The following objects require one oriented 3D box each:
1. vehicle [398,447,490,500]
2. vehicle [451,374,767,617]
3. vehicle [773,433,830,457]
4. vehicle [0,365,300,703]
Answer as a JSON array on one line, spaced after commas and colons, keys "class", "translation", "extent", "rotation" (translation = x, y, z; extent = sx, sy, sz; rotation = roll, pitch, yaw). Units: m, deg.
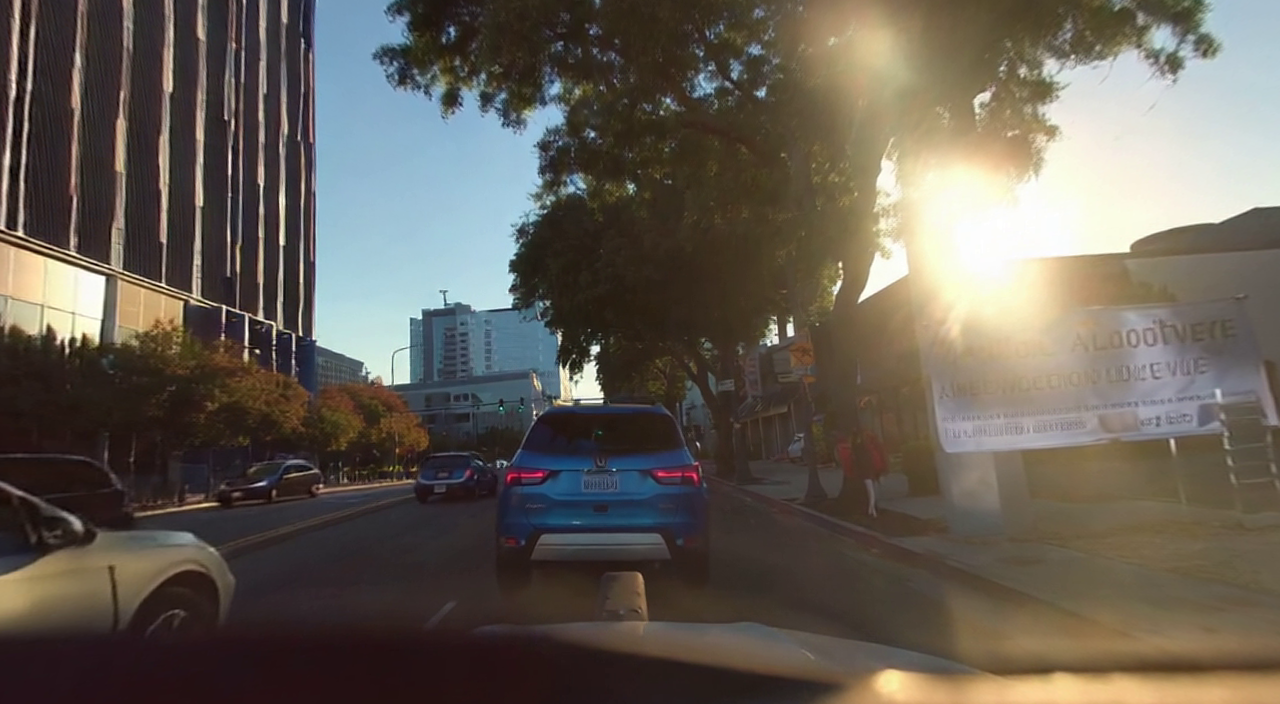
[{"class": "vehicle", "translation": [-6.024, 3.743, 19.992], "extent": [1.876, 1.448, 4.464], "rotation": [1, -8, -6]}, {"class": "vehicle", "translation": [-0.337, 1.464, 7.358], "extent": [2.531, 1.930, 4.382], "rotation": [0, -8, -3]}, {"class": "vehicle", "translation": [10.421, 5.989, 40.662], "extent": [1.877, 1.416, 3.965], "rotation": [-8, -12, 40]}, {"class": "vehicle", "translation": [-3.300, 0.871, 2.149], "extent": [1.971, 1.658, 4.428], "rotation": [0, -8, -3]}]
